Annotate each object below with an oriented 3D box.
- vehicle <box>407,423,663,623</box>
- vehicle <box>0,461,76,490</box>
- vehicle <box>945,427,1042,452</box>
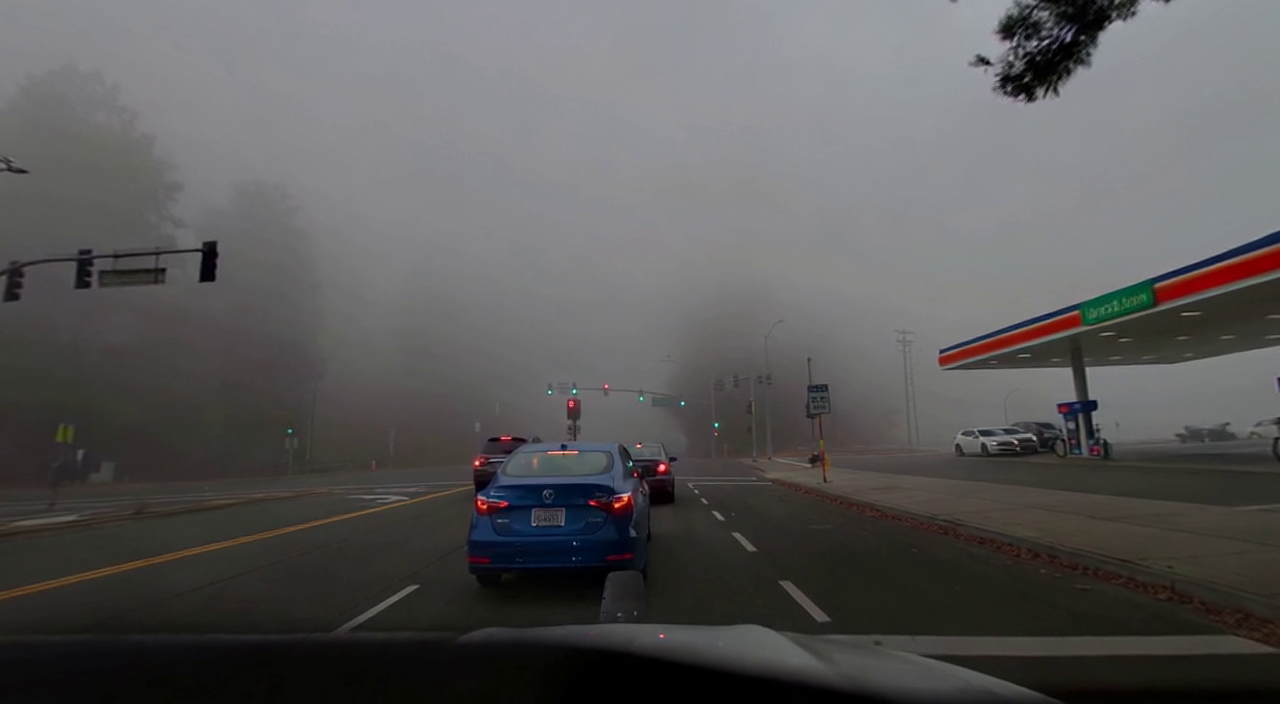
[{"bbox_3d":[-0.741,1.650,7.165,1.916,1.510,4.447,-1,-8,3],"label":"vehicle"},{"bbox_3d":[-35.336,6.994,35.964,1.796,1.440,4.802,-1,-8,4],"label":"vehicle"},{"bbox_3d":[22.169,5.522,39.749,4.874,1.502,2.048,0,-8,0],"label":"vehicle"}]
